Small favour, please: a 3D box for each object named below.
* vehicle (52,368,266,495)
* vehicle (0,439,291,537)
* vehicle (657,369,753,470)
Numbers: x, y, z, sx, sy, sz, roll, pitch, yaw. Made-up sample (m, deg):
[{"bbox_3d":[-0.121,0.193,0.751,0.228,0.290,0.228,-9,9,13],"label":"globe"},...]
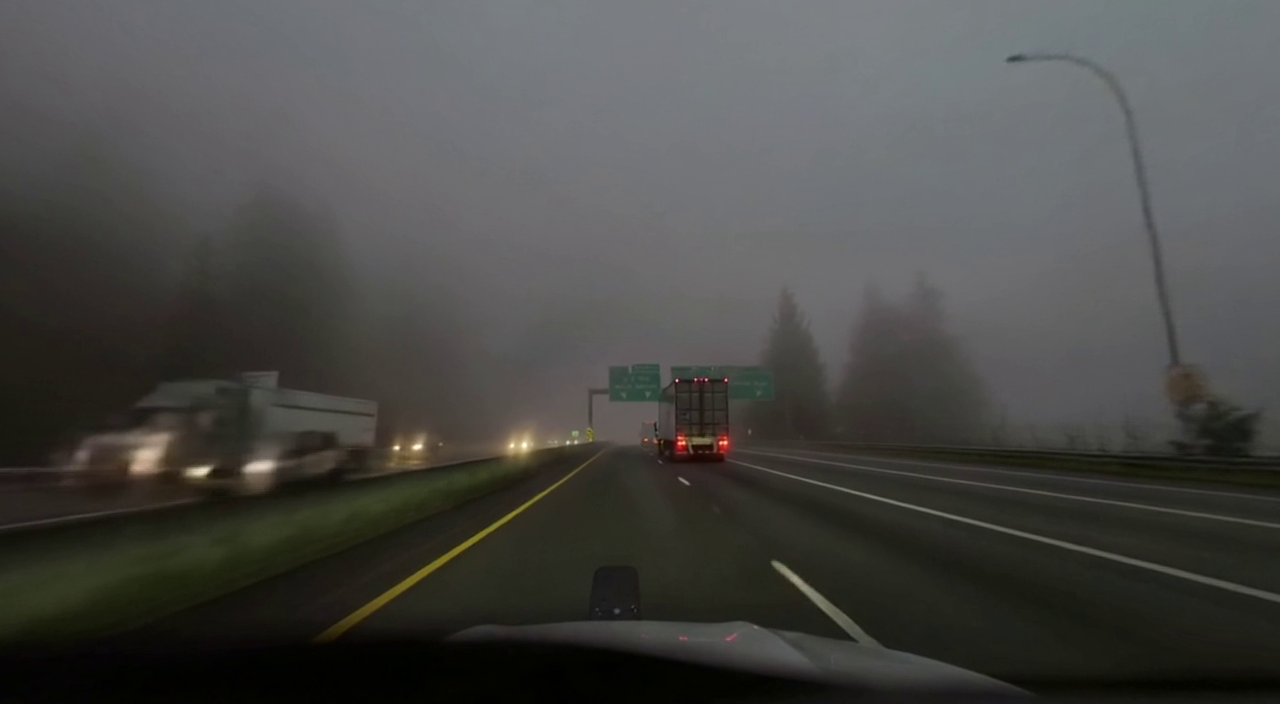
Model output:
[{"bbox_3d":[-17.203,2.928,23.256,3.002,4.059,6.038,0,-8,-1],"label":"vehicle"},{"bbox_3d":[-9.013,2.429,12.121,2.015,1.471,4.662,0,-8,-1],"label":"vehicle"},{"bbox_3d":[2.765,3.567,31.800,2.954,3.995,13.335,0,-8,-2],"label":"vehicle"}]
